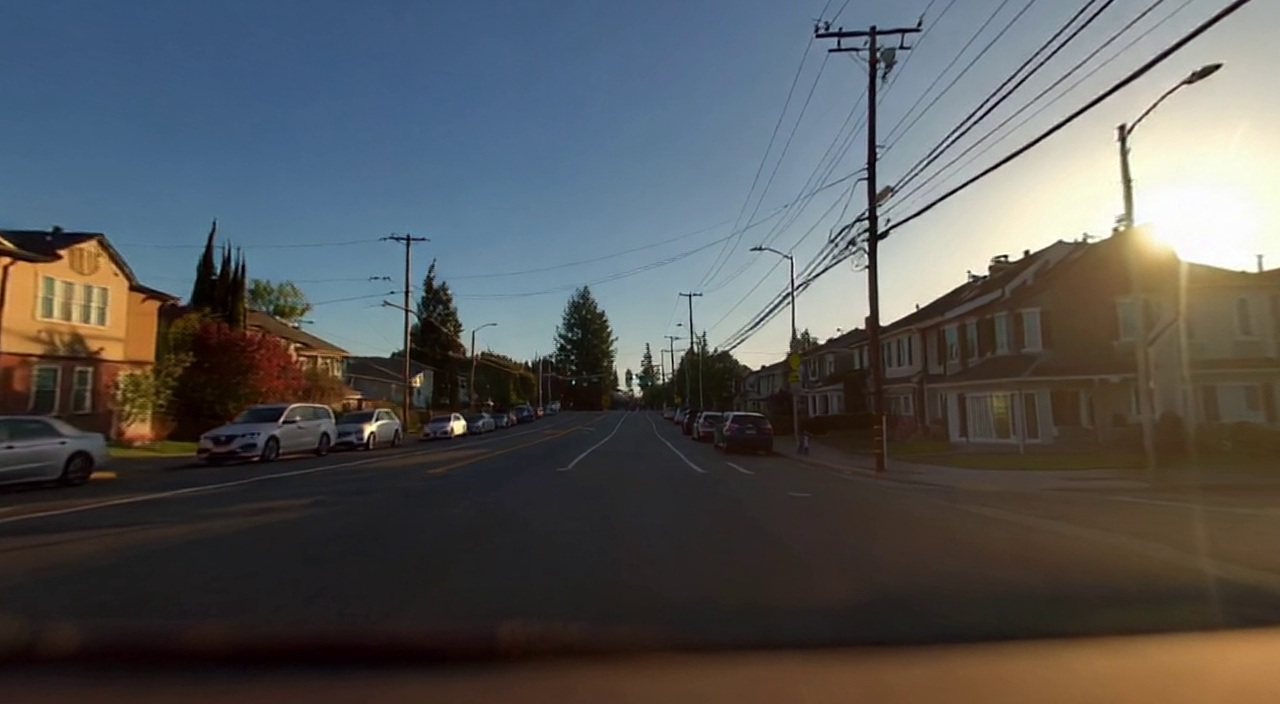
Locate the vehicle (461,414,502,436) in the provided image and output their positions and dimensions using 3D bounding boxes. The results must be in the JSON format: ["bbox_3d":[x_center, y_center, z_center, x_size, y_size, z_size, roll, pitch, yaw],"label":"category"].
[{"bbox_3d":[-11.326,5.258,45.394,1.903,1.535,4.342,0,-7,-1],"label":"vehicle"}]

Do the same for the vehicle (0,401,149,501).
[{"bbox_3d":[-11.003,1.609,10.417,2.082,1.540,4.654,0,-7,0],"label":"vehicle"}]

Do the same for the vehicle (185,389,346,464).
[{"bbox_3d":[-11.100,2.273,19.265,2.056,1.980,4.763,0,-7,-1],"label":"vehicle"}]

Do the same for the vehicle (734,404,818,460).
[{"bbox_3d":[4.419,2.667,21.179,1.867,1.680,4.176,0,-7,0],"label":"vehicle"}]

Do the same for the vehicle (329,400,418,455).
[{"bbox_3d":[-11.307,3.137,27.111,1.926,1.998,4.447,-4,-4,-1],"label":"vehicle"}]

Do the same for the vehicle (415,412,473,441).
[{"bbox_3d":[-11.074,4.263,36.014,2.051,1.520,4.374,0,-7,-2],"label":"vehicle"}]
